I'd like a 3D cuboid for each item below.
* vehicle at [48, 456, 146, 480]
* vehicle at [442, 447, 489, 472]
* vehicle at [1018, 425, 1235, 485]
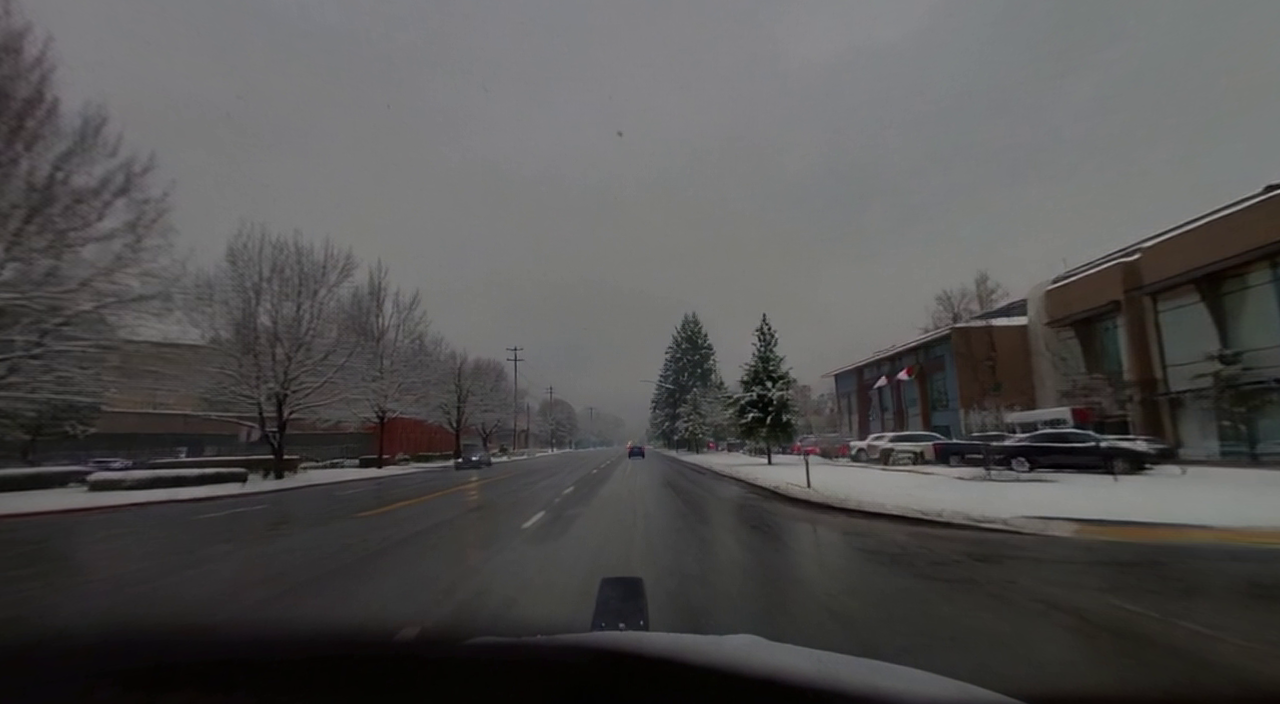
[{"bbox_3d":[-39.674,8.450,46.153,5.232,1.633,1.950,0,-8,-3],"label":"vehicle"},{"bbox_3d":[-12.133,7.483,44.131,2.096,1.509,4.666,-1,-8,-1],"label":"vehicle"},{"bbox_3d":[14.221,3.019,18.641,4.854,1.649,1.886,0,-8,-2],"label":"vehicle"}]
